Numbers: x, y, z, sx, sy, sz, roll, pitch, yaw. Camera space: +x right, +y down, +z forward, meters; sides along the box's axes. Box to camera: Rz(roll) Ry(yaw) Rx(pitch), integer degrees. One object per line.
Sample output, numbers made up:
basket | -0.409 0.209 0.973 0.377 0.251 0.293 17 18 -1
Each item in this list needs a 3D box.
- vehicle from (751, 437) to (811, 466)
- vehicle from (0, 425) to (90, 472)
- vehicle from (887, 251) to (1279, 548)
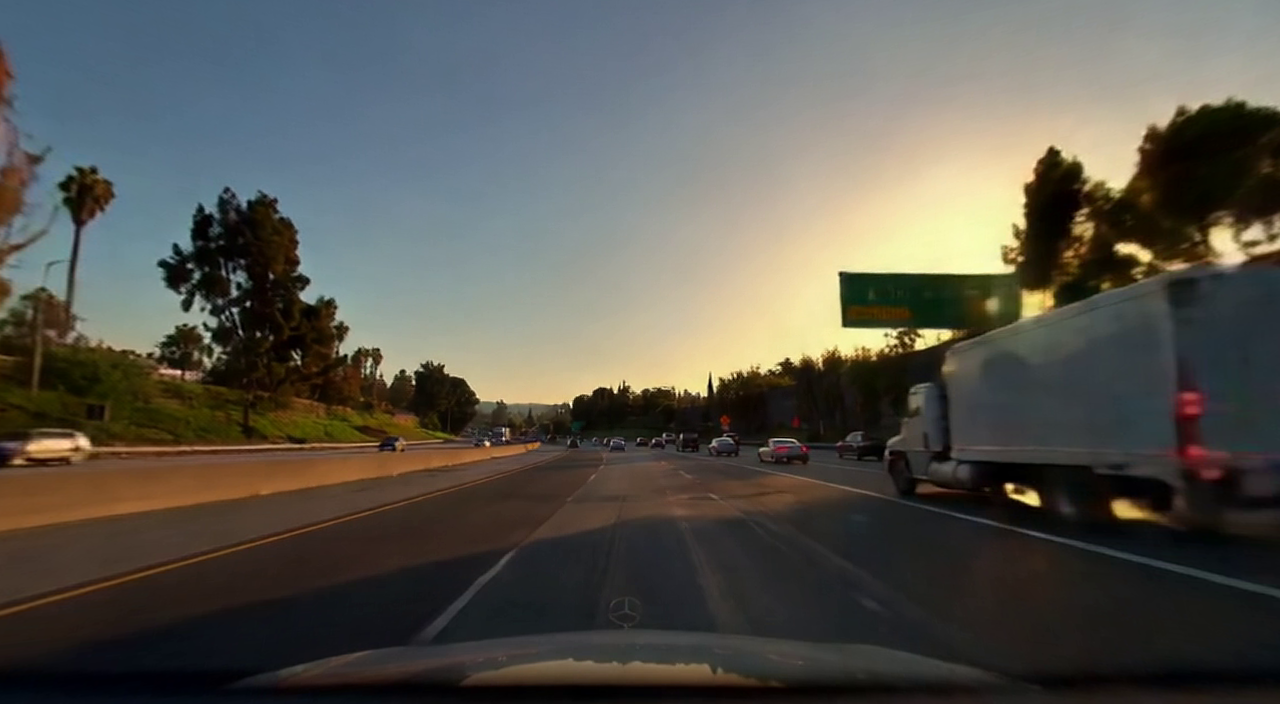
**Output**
vehicle | 7.861 5.593 35.577 2.092 1.478 4.647 0 -8 -3
vehicle | -29.910 4.619 30.194 2.258 2.097 5.399 -1 -8 0
vehicle | 8.338 1.204 12.284 2.919 3.482 9.838 0 -8 -1
